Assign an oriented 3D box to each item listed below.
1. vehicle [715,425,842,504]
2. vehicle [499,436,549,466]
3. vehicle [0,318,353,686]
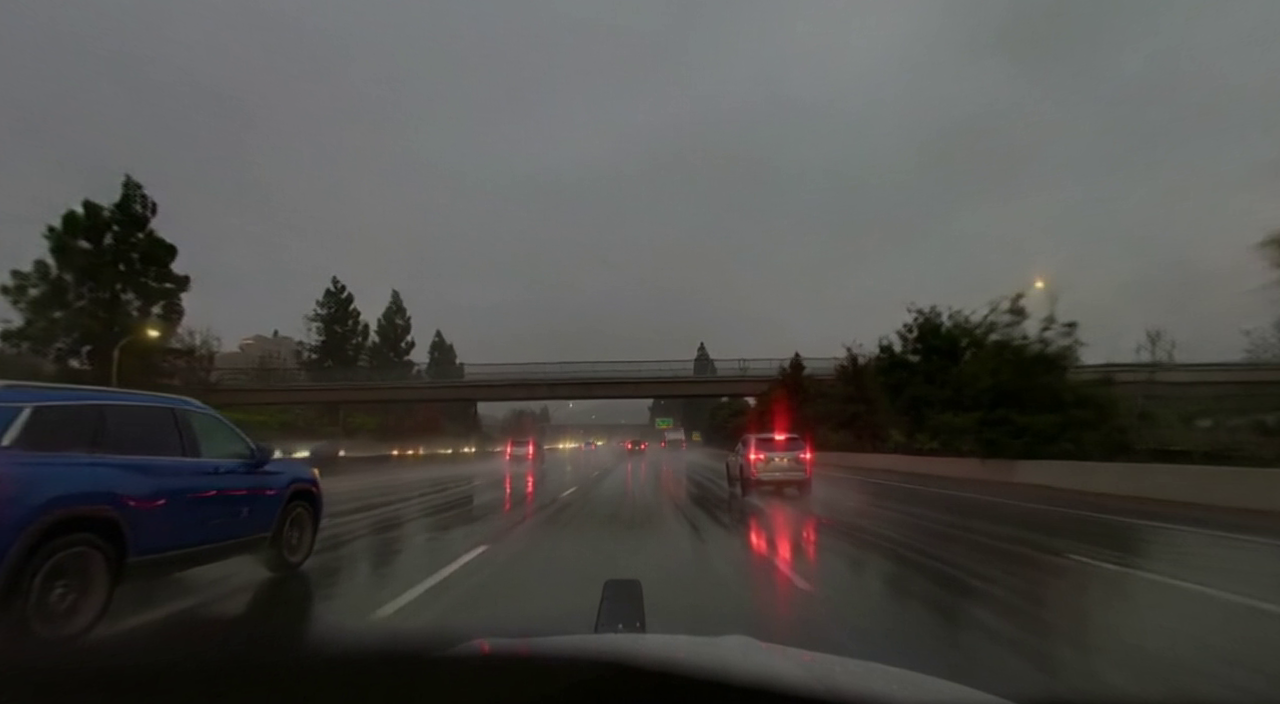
[{"bbox_3d":[3.376,2.858,16.432,2.185,1.749,4.477,0,-8,-1],"label":"vehicle"},{"bbox_3d":[-7.437,6.390,40.927,2.193,1.818,4.995,0,-8,1],"label":"vehicle"},{"bbox_3d":[-4.311,1.007,4.825,2.018,1.872,4.728,0,-8,0],"label":"vehicle"}]
